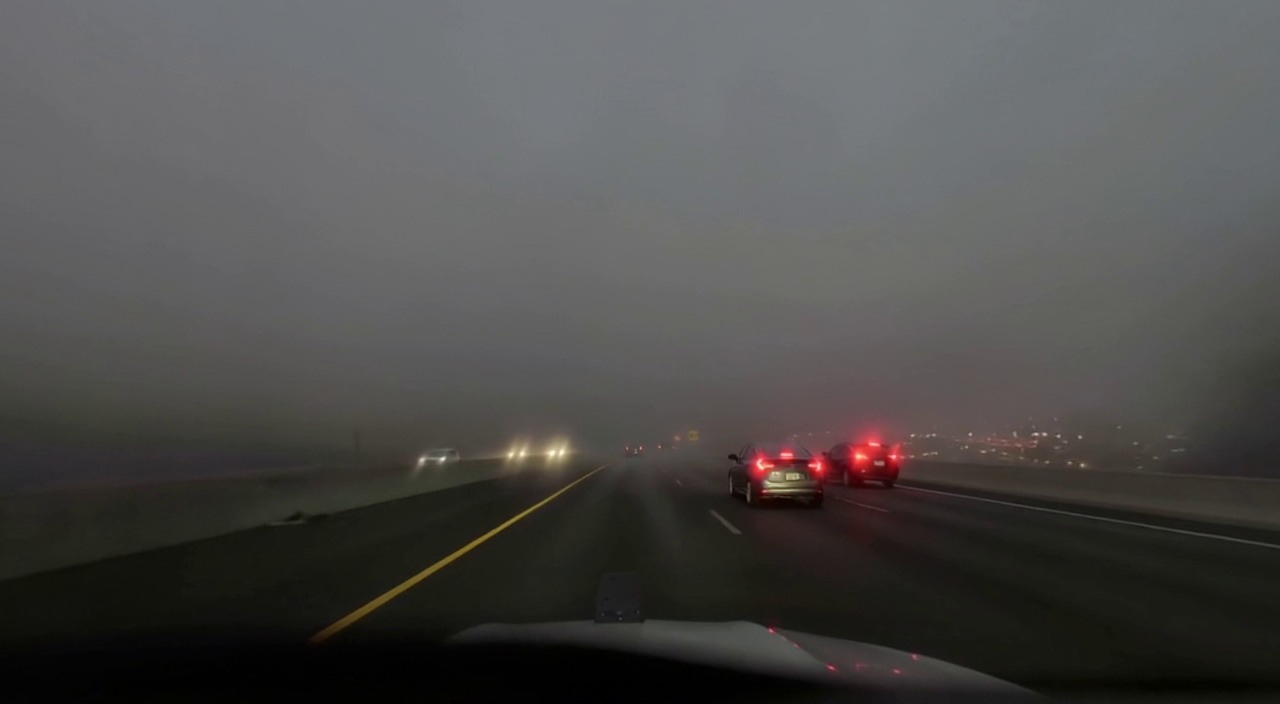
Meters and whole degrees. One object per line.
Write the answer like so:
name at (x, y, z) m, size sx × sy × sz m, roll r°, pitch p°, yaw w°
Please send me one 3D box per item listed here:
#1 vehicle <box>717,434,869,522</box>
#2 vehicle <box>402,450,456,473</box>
vehicle at (2.972, 2.565, 13.444) m, size 1.982 × 1.533 × 4.612 m, roll 0°, pitch -8°, yaw -2°
vehicle at (-14.552, 7.550, 43.750) m, size 1.974 × 1.491 × 4.688 m, roll 0°, pitch -9°, yaw 2°
